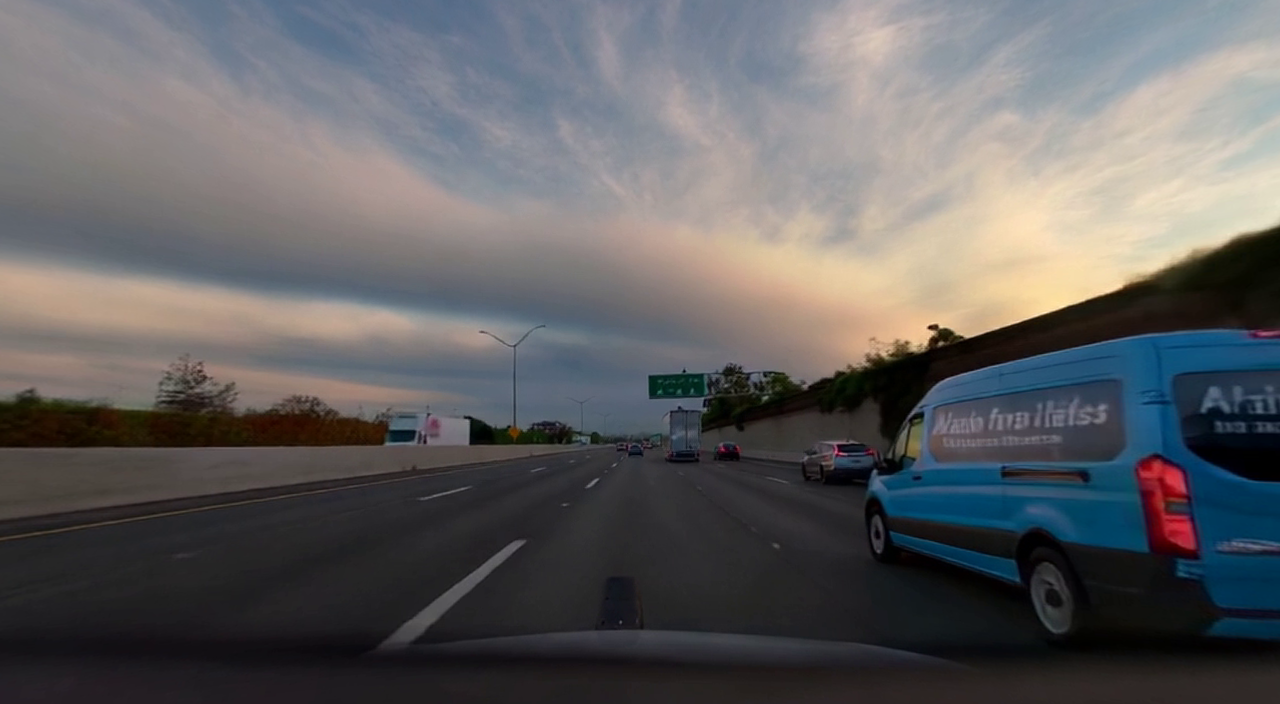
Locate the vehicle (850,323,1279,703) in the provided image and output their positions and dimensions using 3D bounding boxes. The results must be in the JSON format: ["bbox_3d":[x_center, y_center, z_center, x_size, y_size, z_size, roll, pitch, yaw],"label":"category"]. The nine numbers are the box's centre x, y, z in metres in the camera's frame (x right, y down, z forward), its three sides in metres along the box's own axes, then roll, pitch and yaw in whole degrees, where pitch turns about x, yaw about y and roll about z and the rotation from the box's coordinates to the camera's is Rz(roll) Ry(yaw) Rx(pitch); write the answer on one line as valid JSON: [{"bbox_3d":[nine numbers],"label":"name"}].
[{"bbox_3d":[3.647,1.172,5.299,2.035,1.931,4.841,0,-8,-1],"label":"vehicle"}]
